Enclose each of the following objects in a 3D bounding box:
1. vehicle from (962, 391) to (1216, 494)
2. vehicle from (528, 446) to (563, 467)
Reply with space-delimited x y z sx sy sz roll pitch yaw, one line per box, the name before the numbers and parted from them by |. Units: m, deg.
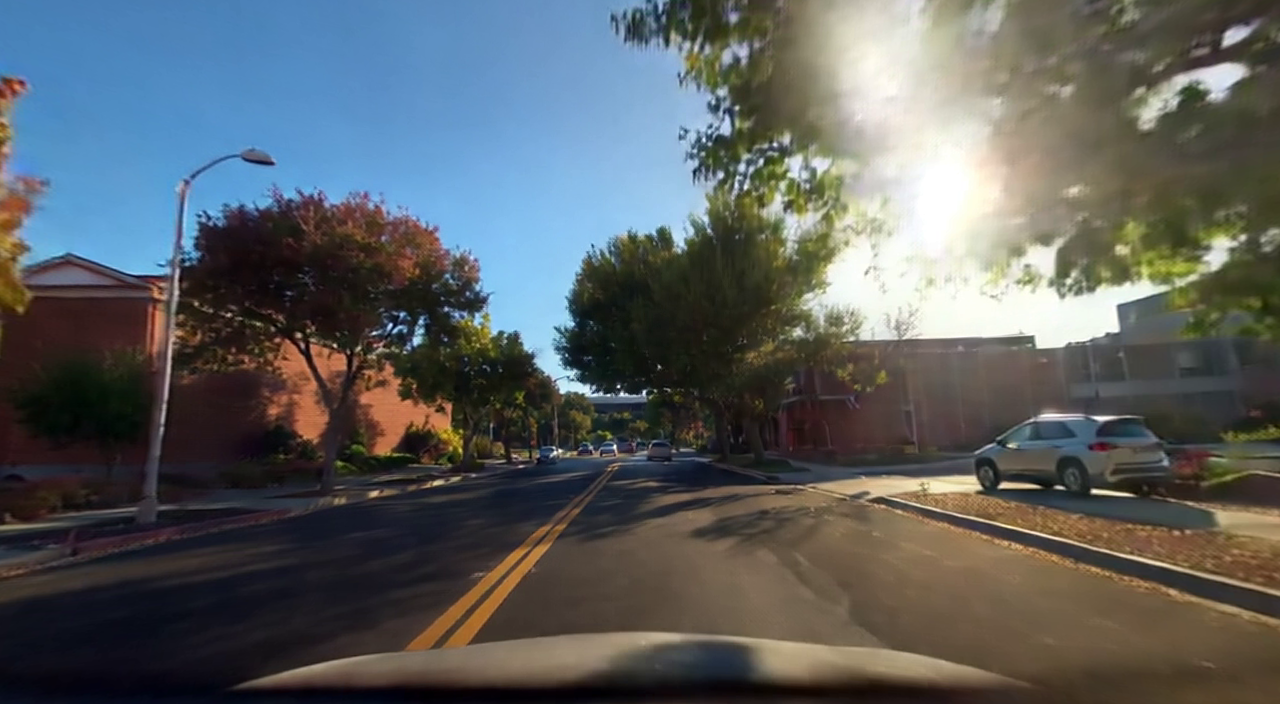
vehicle | 9.304 2.054 13.748 2.018 1.840 4.662 1 -10 0
vehicle | -7.021 7.789 47.166 1.930 1.463 4.195 0 -9 0
